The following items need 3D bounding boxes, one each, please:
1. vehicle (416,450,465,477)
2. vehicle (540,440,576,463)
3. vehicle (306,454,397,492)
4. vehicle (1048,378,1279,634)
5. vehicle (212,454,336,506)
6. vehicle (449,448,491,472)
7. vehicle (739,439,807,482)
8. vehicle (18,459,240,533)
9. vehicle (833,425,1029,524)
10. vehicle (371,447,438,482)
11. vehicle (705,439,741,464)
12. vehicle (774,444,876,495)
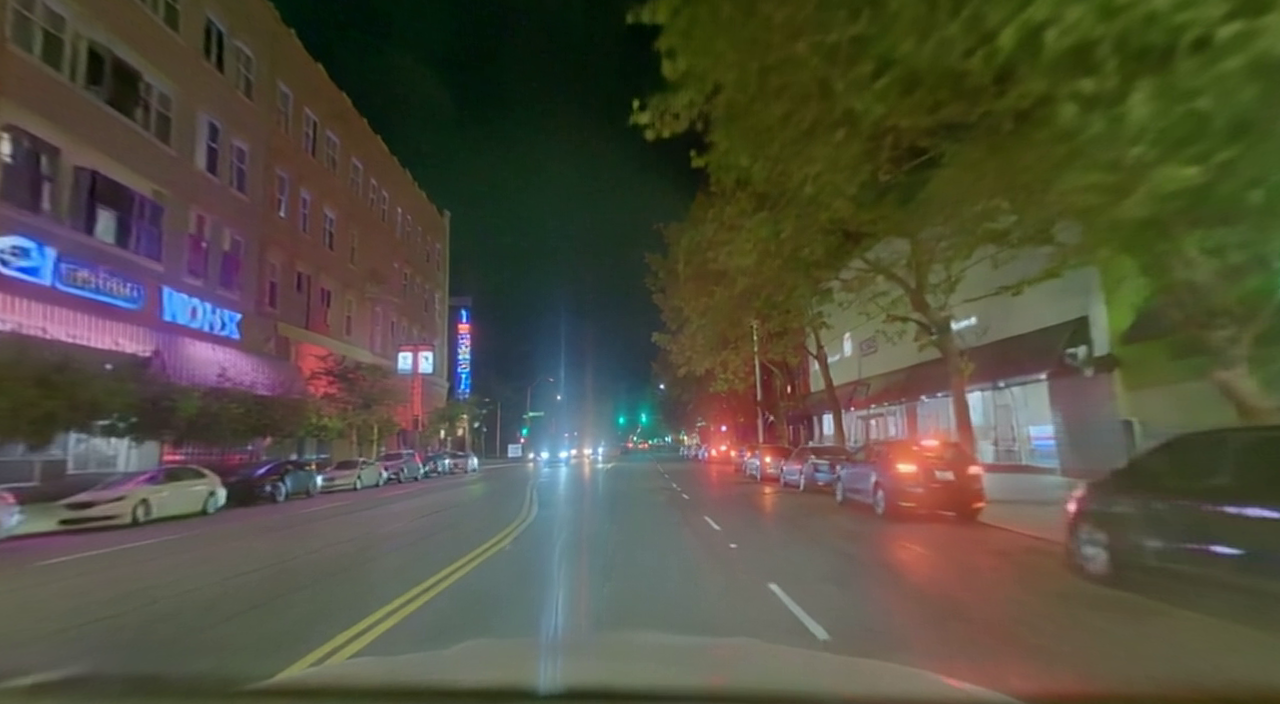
[{"bbox_3d":[-12.445,6.956,39.565,1.774,1.570,3.900,0,-8,0],"label":"vehicle"},{"bbox_3d":[-6.368,7.788,49.541,2.095,1.759,4.413,0,-8,1],"label":"vehicle"},{"bbox_3d":[-12.525,5.261,27.792,1.868,1.418,4.415,-2,-9,1],"label":"vehicle"},{"bbox_3d":[5.899,1.218,5.244,2.010,1.943,4.319,-2,-9,-1],"label":"vehicle"},{"bbox_3d":[-12.503,4.365,21.943,1.800,1.532,4.110,0,-8,0],"label":"vehicle"},{"bbox_3d":[-12.117,7.687,45.222,1.894,1.654,3.944,0,-8,0],"label":"vehicle"},{"bbox_3d":[5.541,4.575,26.924,1.899,1.642,4.463,0,-8,0],"label":"vehicle"},{"bbox_3d":[-12.620,3.543,16.119,1.927,1.489,4.572,0,-8,-2],"label":"vehicle"},{"bbox_3d":[6.012,2.569,13.836,1.991,1.771,4.604,0,-8,-1],"label":"vehicle"},{"bbox_3d":[-12.027,5.747,32.550,1.834,1.643,4.110,0,-8,1],"label":"vehicle"},{"bbox_3d":[6.036,7.282,46.342,2.047,1.720,4.353,0,-8,0],"label":"vehicle"},{"bbox_3d":[5.823,3.722,20.477,1.787,1.463,4.506,0,-8,-2],"label":"vehicle"}]
